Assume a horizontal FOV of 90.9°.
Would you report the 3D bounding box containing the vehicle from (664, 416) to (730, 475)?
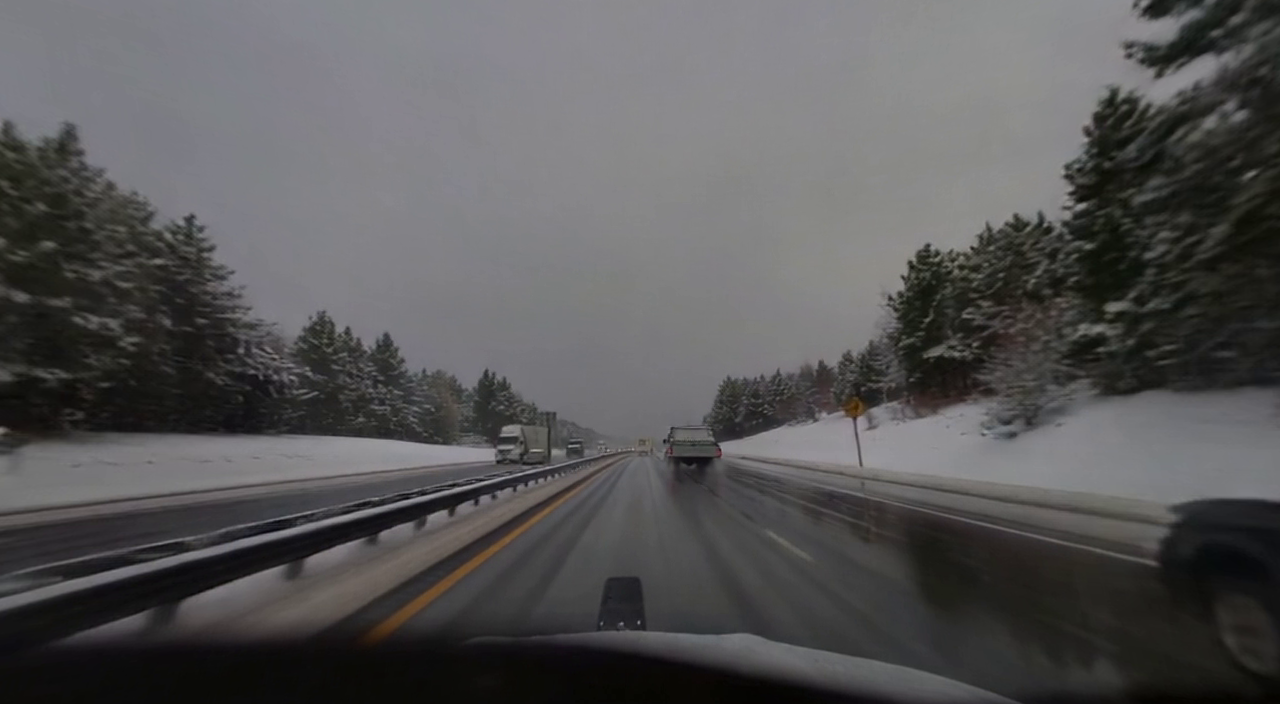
[{"bbox_3d":[2.578,4.441,29.957,2.423,2.517,5.055,0,-9,-3],"label":"vehicle"}]
